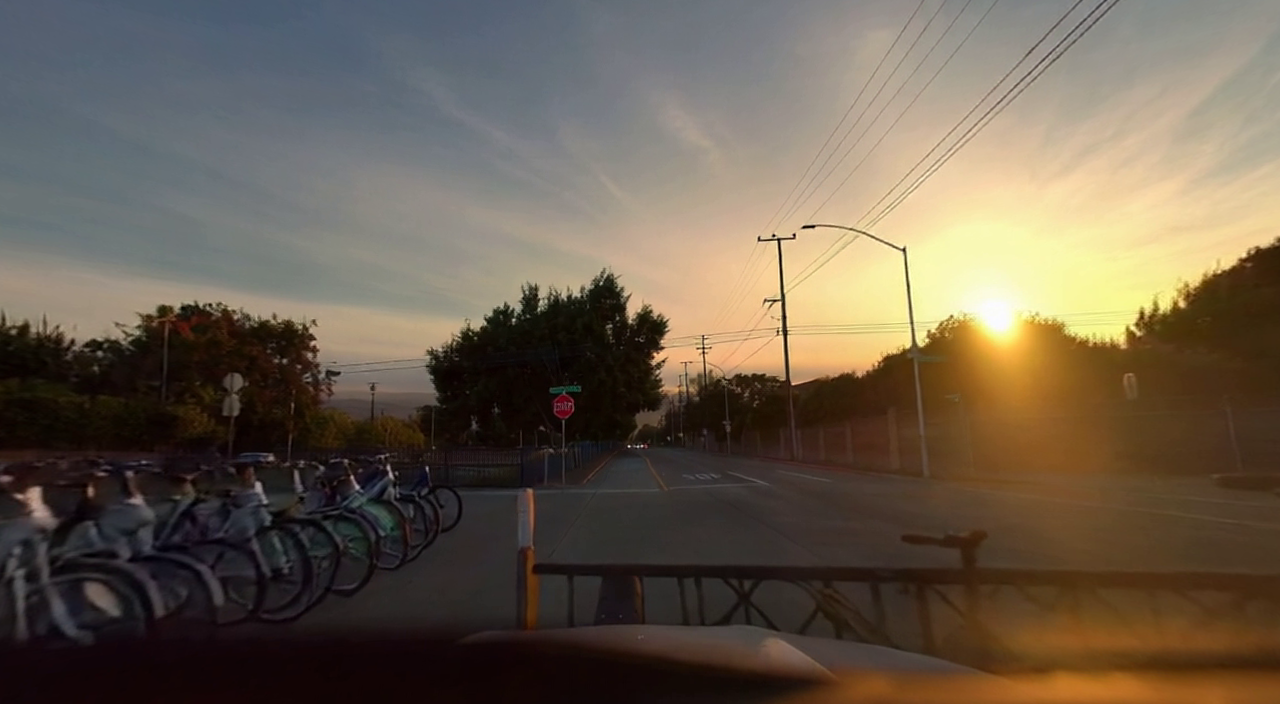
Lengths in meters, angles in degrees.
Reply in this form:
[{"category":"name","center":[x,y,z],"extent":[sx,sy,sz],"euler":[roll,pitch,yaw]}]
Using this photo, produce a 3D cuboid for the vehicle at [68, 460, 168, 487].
[{"category":"vehicle","center":[-33.556,7.783,40.685],"extent":[4.569,1.558,1.903],"euler":[0,-9,-5]}]
